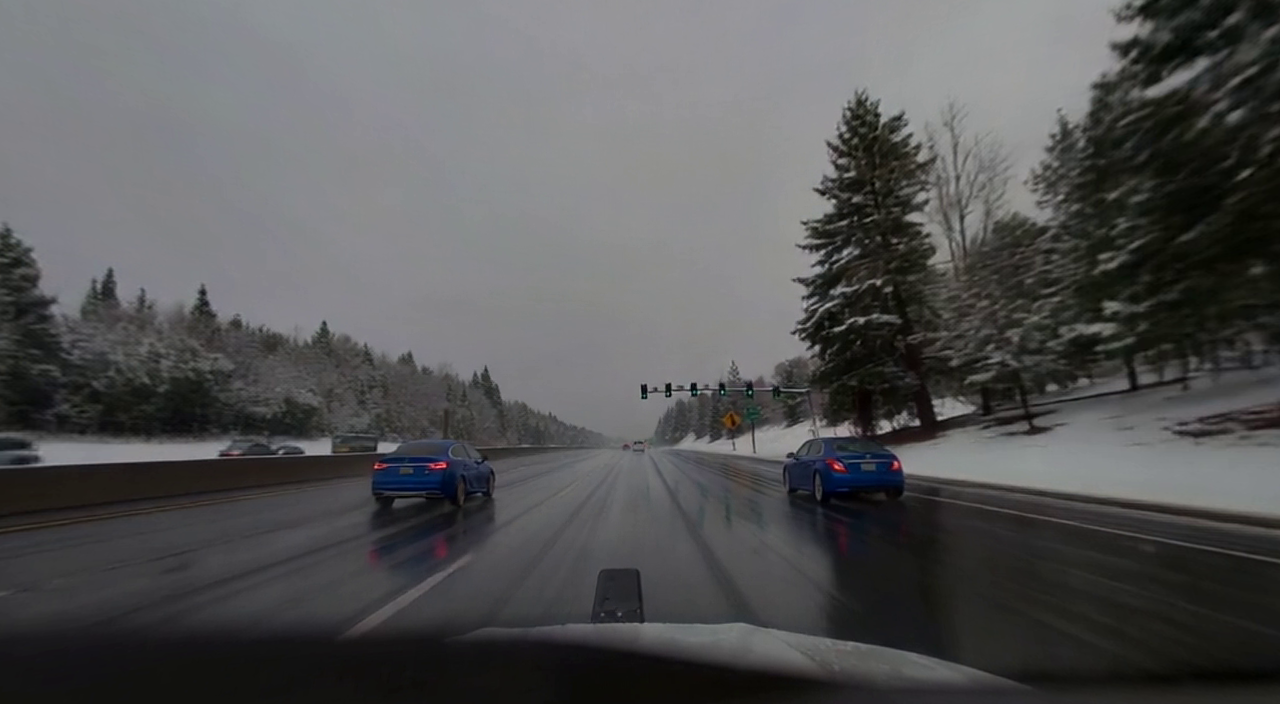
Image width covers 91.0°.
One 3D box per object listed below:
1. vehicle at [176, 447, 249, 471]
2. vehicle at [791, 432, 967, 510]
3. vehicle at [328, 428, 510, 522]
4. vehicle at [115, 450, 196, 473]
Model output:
[{"bbox_3d":[-28.868,7.224,42.687,1.801,1.487,4.459,0,-9,0],"label":"vehicle"},{"bbox_3d":[5.208,2.667,14.594,2.049,1.481,4.774,0,-9,-2],"label":"vehicle"},{"bbox_3d":[-4.093,2.355,12.610,1.987,1.516,4.478,0,-9,1],"label":"vehicle"},{"bbox_3d":[-32.842,7.429,42.851,1.793,1.440,4.727,0,-9,0],"label":"vehicle"}]
